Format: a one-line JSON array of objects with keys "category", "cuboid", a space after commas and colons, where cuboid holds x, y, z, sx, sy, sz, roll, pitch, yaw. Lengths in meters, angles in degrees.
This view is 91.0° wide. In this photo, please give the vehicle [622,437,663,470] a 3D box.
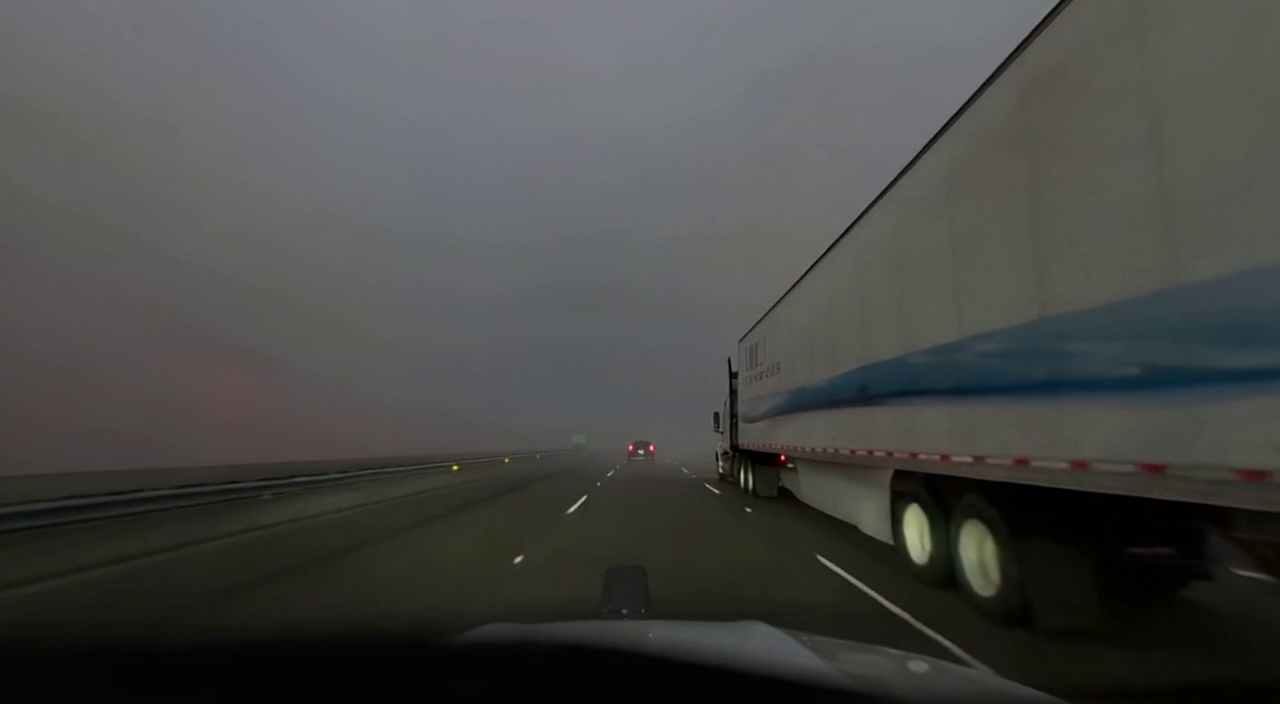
[{"category": "vehicle", "cuboid": [0.140, 5.447, 34.059, 2.050, 1.654, 4.192, 0, -8, 0]}]

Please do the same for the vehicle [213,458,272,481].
[{"category": "vehicle", "cuboid": [-29.172, 8.601, 46.340, 1.781, 1.489, 3.914, 0, -8, 1]}]

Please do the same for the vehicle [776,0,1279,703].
[{"category": "vehicle", "cuboid": [4.150, 0.239, 6.725, 3.014, 4.068, 10.359, 0, -8, 0]}]
